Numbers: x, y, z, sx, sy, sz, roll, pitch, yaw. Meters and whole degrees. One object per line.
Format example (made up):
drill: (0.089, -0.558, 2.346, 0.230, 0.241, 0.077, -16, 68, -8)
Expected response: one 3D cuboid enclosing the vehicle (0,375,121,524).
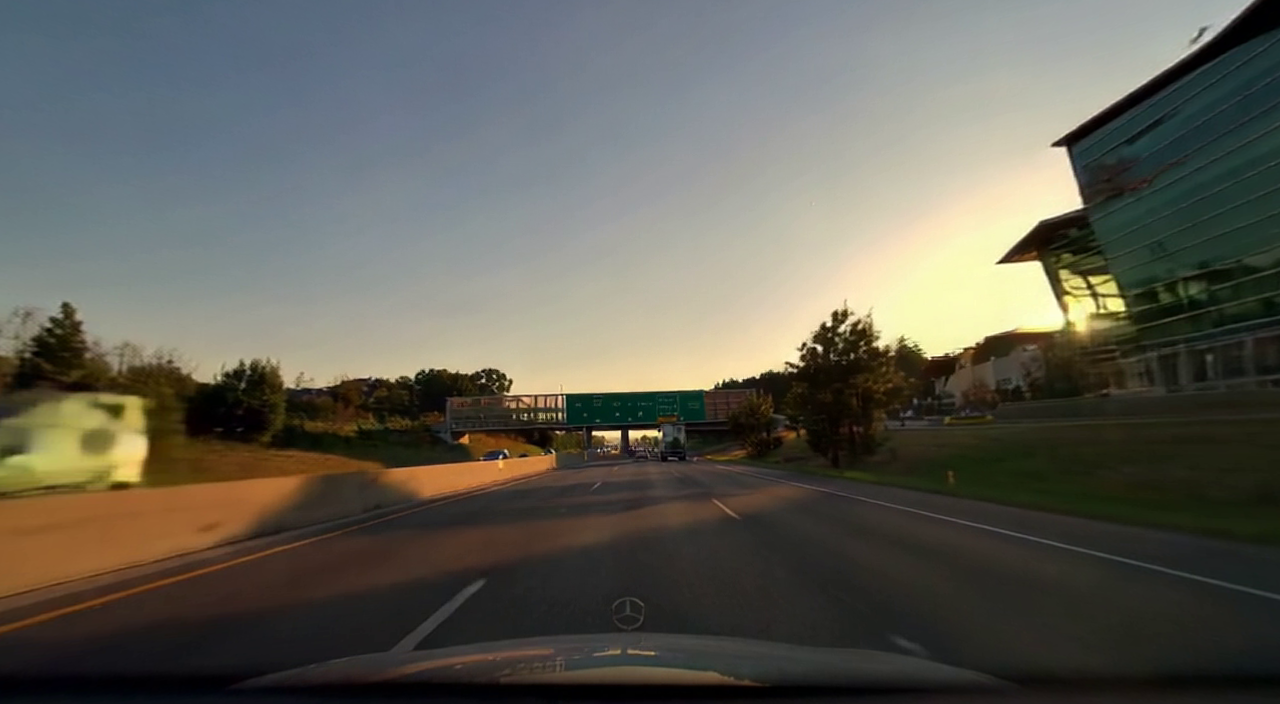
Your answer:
vehicle: (-15.363, 2.022, 12.987, 2.668, 3.229, 7.672, 0, -9, 0)
